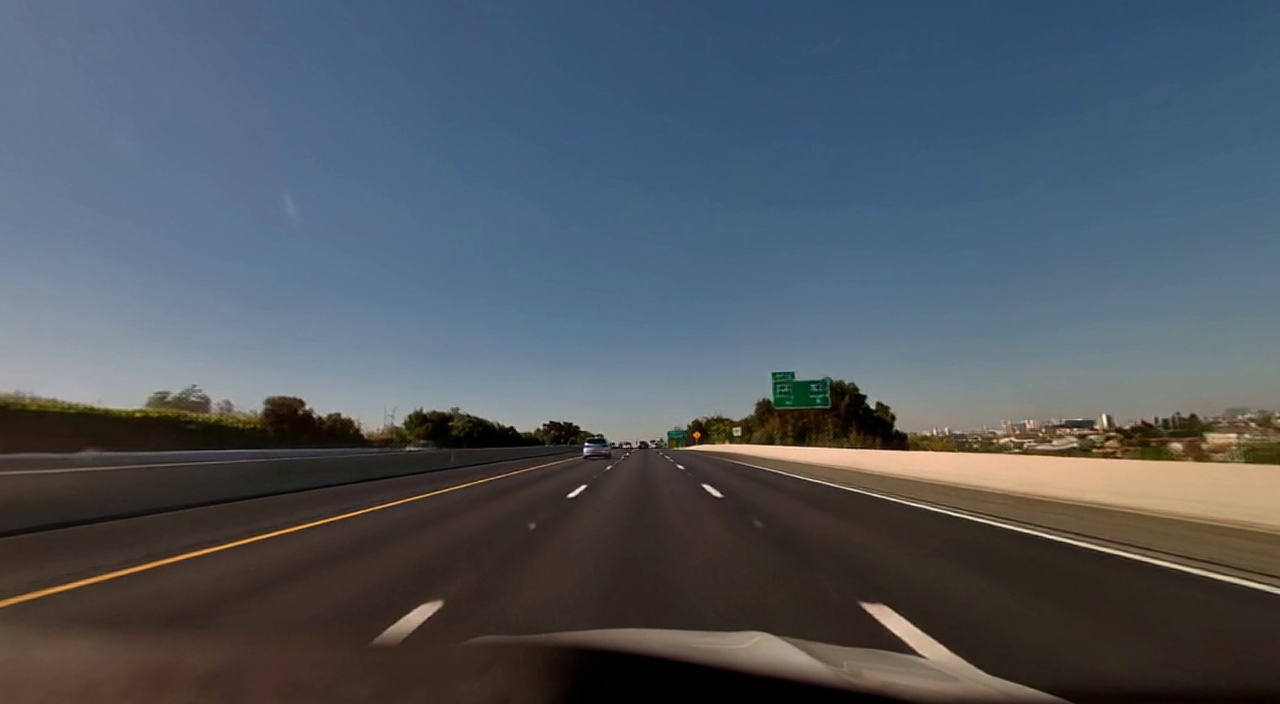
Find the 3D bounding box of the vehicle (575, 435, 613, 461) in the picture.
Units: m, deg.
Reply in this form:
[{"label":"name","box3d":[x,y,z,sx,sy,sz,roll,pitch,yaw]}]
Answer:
[{"label":"vehicle","box3d":[-3.079,6.513,42.871,2.189,1.707,4.692,0,-8,1]}]
